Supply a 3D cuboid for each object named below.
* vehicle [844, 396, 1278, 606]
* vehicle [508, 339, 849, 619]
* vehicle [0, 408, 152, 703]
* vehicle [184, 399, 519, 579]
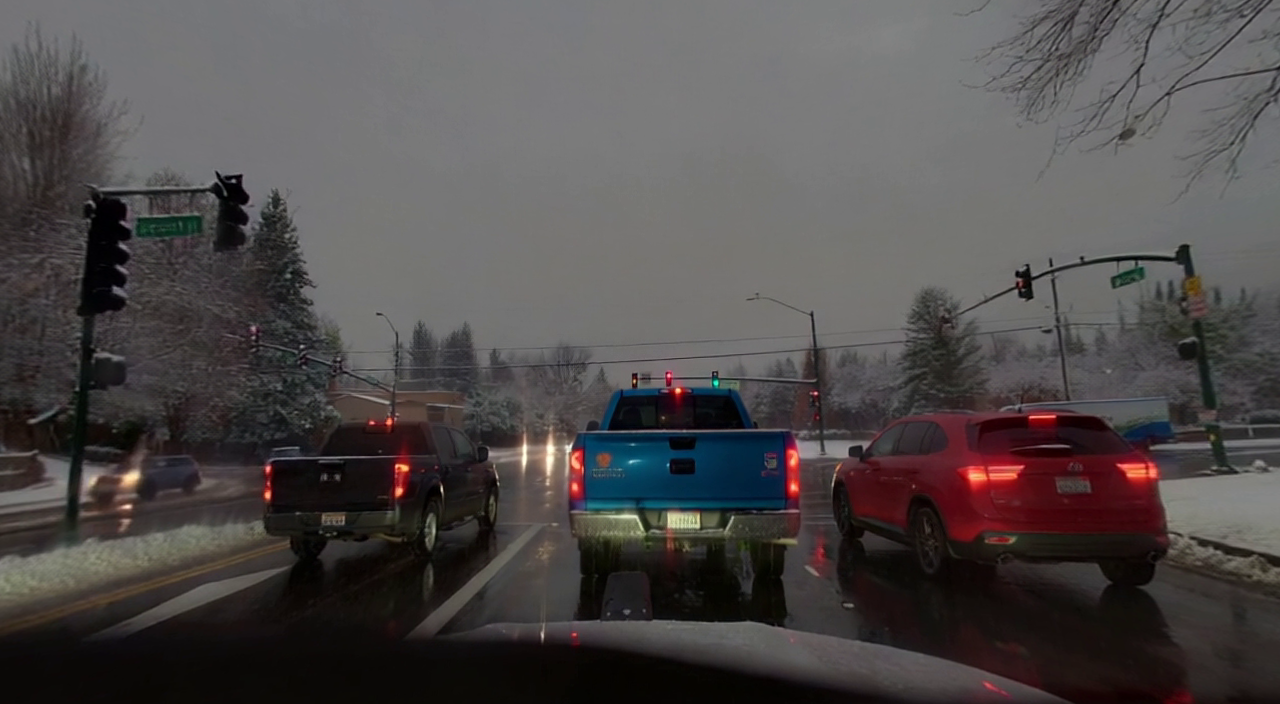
[{"bbox_3d":[4.041,1.494,7.180,1.984,1.659,4.226,0,-8,0],"label":"vehicle"},{"bbox_3d":[0.326,1.277,7.149,2.505,2.084,4.768,0,-8,1],"label":"vehicle"},{"bbox_3d":[-3.396,0.707,0.655,1.998,1.481,4.656,0,-8,1],"label":"vehicle"},{"bbox_3d":[-3.293,1.685,8.584,2.125,1.739,4.707,0,-8,3],"label":"vehicle"}]
